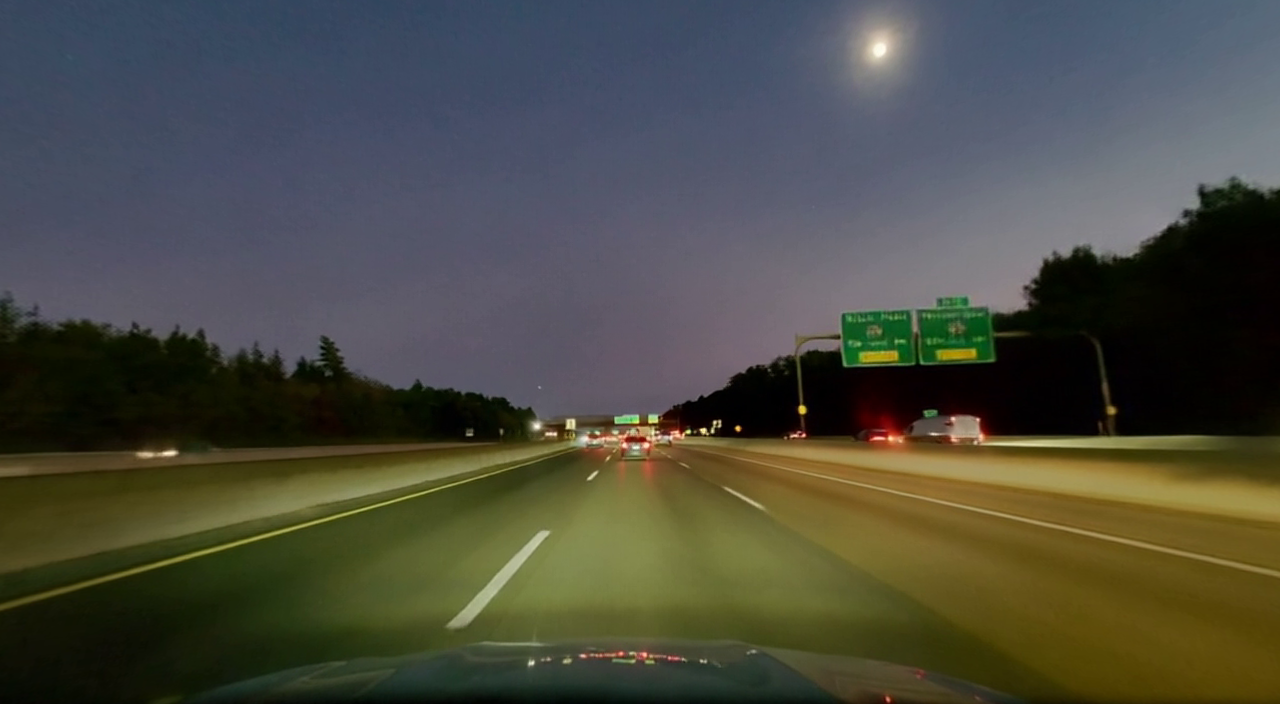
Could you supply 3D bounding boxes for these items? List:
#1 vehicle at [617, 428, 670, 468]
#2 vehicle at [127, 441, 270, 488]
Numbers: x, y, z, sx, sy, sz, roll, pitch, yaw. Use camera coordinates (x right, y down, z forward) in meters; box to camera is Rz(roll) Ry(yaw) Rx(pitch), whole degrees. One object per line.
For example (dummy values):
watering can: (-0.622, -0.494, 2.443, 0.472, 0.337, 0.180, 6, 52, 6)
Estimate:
vehicle: (0.072, 4.037, 26.611, 2.086, 1.554, 3.875, 0, -8, -2)
vehicle: (-15.462, 3.915, 22.455, 1.904, 1.480, 4.520, 0, -8, -1)
